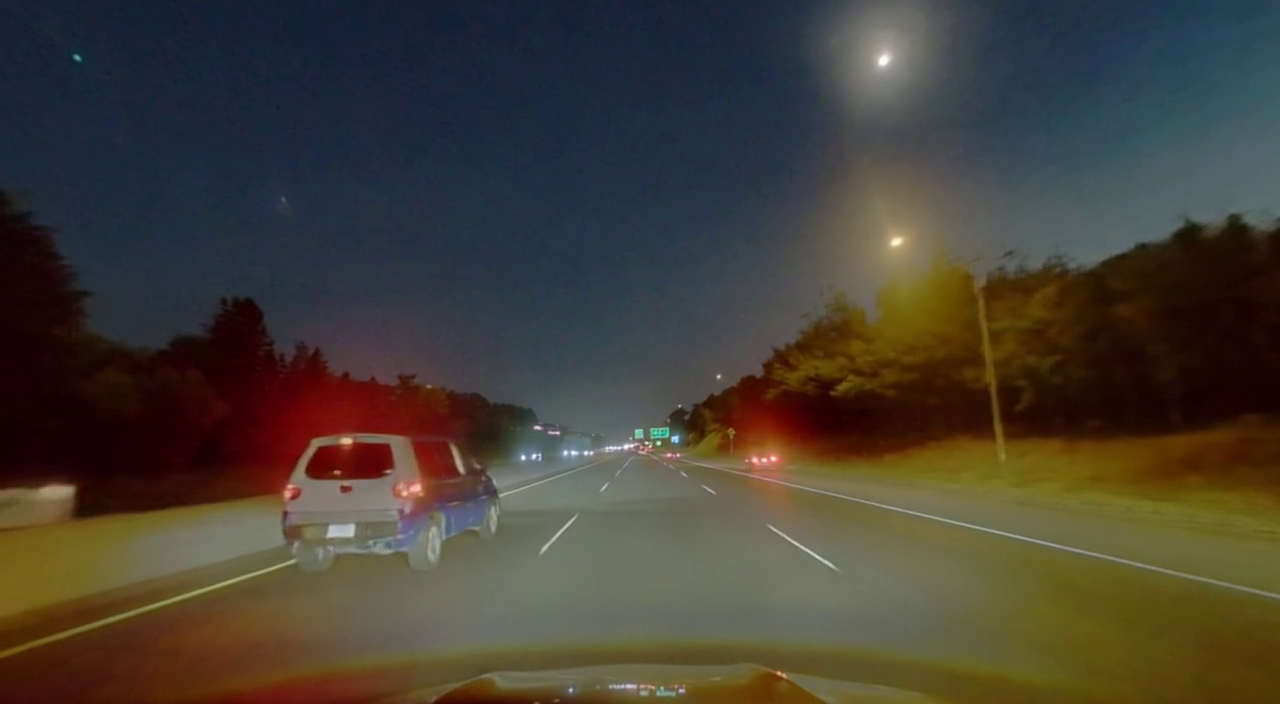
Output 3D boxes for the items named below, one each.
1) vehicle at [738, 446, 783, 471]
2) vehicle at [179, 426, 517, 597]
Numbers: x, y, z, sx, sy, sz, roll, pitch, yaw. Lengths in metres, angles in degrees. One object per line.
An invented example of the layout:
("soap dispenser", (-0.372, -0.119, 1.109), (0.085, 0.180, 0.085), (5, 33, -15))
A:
("vehicle", (7.735, 6.907, 40.925), (1.943, 1.493, 4.507), (0, -9, -1))
("vehicle", (-3.128, 1.811, 8.048), (2.191, 1.563, 4.318), (0, -9, 1))
